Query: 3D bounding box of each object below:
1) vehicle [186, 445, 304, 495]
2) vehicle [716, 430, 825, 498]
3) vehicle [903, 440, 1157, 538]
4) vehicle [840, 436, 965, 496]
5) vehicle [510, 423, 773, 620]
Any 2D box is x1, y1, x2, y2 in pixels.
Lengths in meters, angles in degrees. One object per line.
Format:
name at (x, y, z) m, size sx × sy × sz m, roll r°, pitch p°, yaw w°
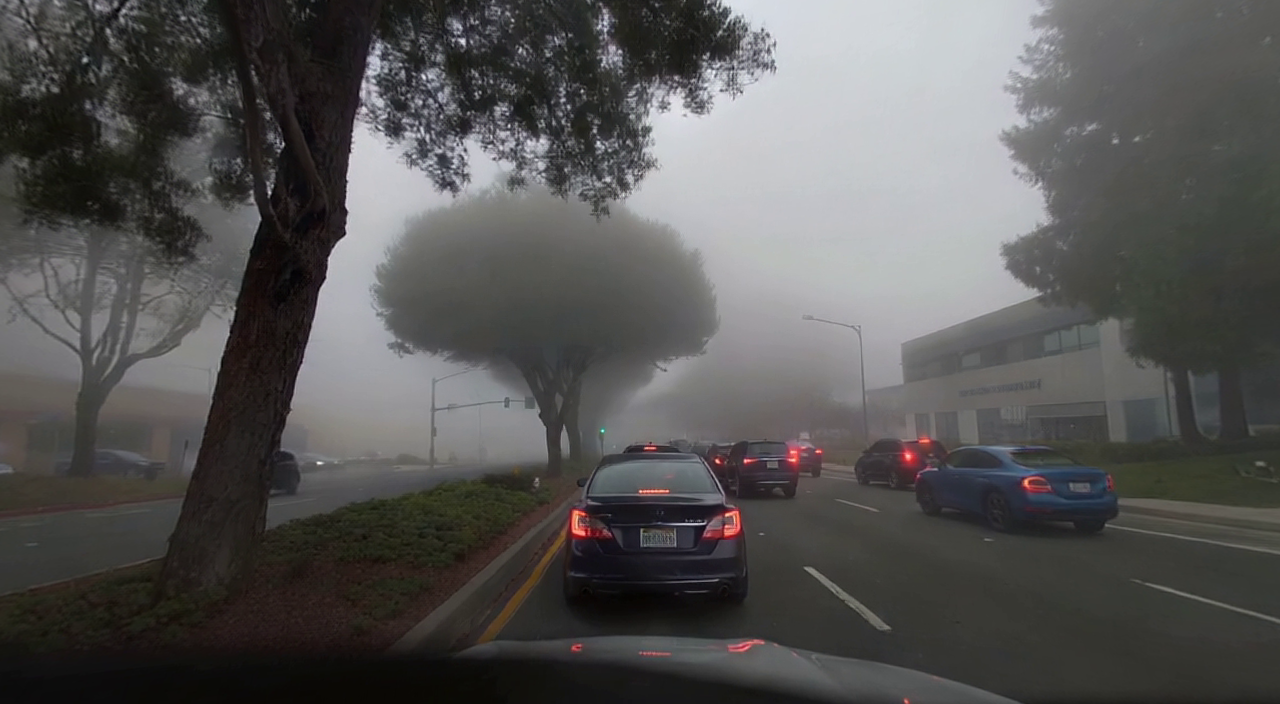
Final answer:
vehicle at (-15.293, 4.553, 24.764) m, size 2.163 × 1.743 × 4.428 m, roll 1°, pitch -8°, yaw -7°
vehicle at (3.614, 3.205, 18.465) m, size 2.114 × 1.736 × 4.553 m, roll 0°, pitch -8°, yaw -1°
vehicle at (6.834, 2.402, 11.790) m, size 1.911 × 1.468 × 4.417 m, roll 0°, pitch -8°, yaw 0°
vehicle at (7.899, 3.447, 19.514) m, size 1.963 × 1.637 × 4.527 m, roll 0°, pitch -8°, yaw 1°
vehicle at (-0.018, 1.600, 6.998) m, size 1.977 × 1.465 × 4.376 m, roll 0°, pitch -8°, yaw -1°
